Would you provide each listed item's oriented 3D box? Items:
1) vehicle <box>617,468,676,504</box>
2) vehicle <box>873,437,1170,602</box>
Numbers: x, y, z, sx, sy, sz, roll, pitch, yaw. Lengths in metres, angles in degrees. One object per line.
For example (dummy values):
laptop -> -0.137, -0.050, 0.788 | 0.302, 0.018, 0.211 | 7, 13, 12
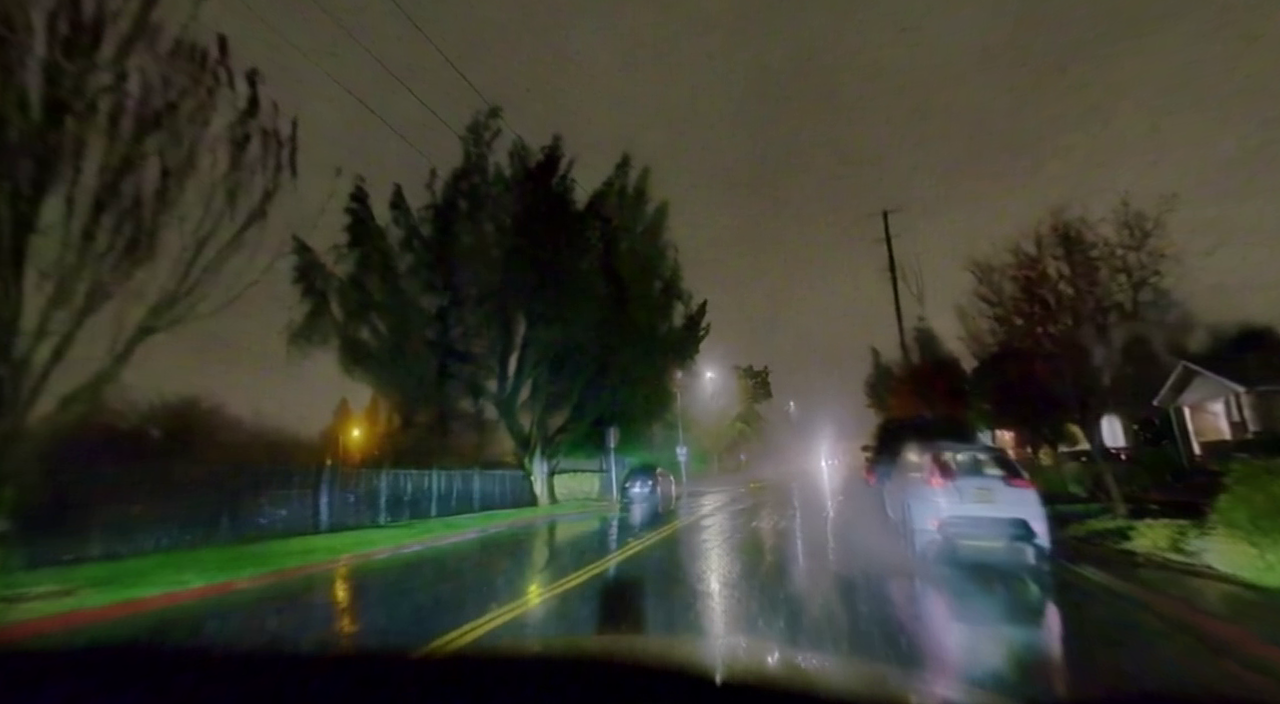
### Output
vehicle -> 0.421, 6.859, 32.301 | 2.033, 1.456, 4.370 | -6, -10, 12
vehicle -> 4.795, 2.080, 8.831 | 2.242, 1.661, 4.273 | -2, -9, 13
